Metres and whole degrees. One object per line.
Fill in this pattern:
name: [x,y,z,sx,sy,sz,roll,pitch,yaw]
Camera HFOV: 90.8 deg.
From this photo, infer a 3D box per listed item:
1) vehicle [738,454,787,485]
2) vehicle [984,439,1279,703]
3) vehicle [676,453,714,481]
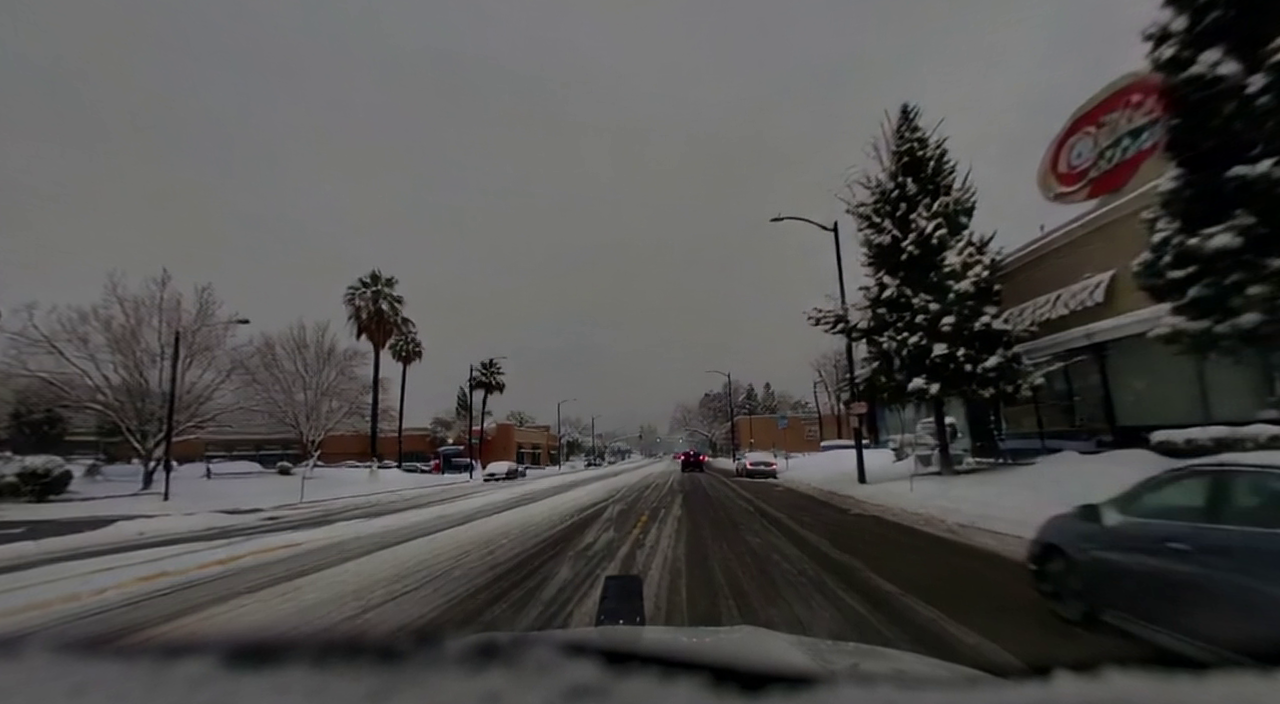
vehicle: [6.510,6.289,34.013,1.834,1.504,4.331,0,-9,1]
vehicle: [4.306,1.323,3.873,2.025,1.538,4.707,-1,-9,4]
vehicle: [3.191,6.637,36.659,2.067,1.477,4.653,-1,-9,5]
